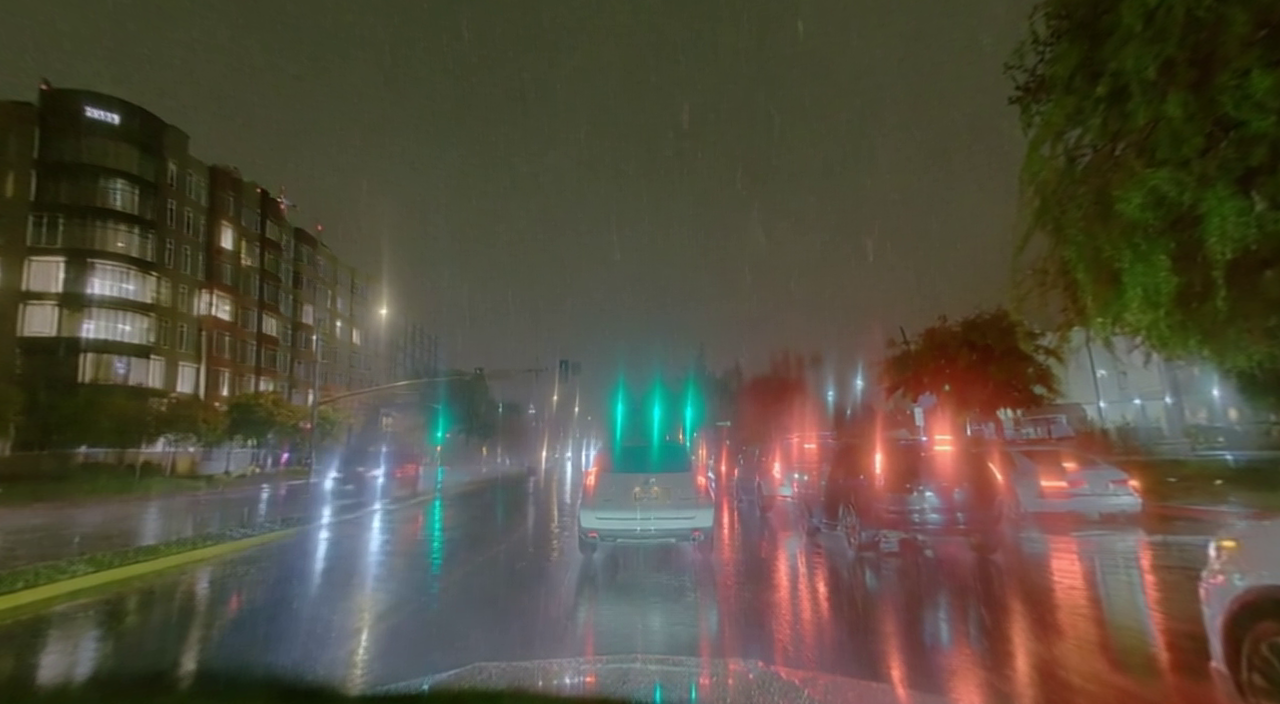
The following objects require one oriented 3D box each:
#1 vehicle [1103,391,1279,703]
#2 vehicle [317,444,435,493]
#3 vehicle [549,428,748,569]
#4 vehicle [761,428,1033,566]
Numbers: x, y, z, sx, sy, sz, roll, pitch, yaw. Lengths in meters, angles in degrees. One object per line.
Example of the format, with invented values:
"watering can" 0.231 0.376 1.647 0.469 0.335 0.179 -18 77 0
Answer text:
"vehicle" 3.211 0.652 0.616 1.982 1.491 4.664 0 -8 0
"vehicle" -9.157 4.070 22.500 2.000 1.519 4.964 0 -8 1
"vehicle" 0.050 1.865 8.846 2.105 1.474 4.127 0 -8 -1
"vehicle" 3.243 1.913 9.200 1.995 1.483 4.533 0 -8 -1
